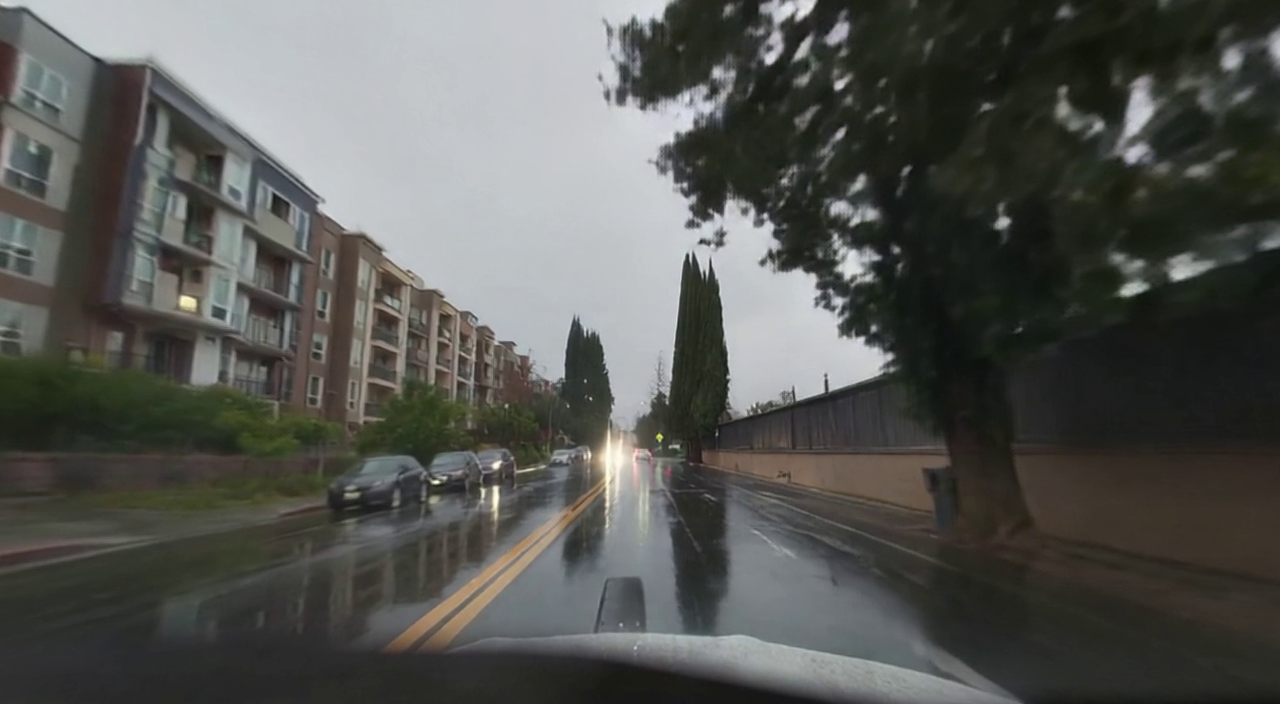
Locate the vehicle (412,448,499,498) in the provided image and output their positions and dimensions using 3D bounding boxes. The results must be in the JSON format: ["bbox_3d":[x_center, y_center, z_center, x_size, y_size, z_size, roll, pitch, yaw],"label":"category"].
[{"bbox_3d":[-6.561,4.328,22.976,1.773,1.466,4.407,3,-8,0],"label":"vehicle"}]

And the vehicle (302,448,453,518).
[{"bbox_3d":[-6.612,3.312,16.598,1.914,1.417,4.750,2,-8,0],"label":"vehicle"}]
